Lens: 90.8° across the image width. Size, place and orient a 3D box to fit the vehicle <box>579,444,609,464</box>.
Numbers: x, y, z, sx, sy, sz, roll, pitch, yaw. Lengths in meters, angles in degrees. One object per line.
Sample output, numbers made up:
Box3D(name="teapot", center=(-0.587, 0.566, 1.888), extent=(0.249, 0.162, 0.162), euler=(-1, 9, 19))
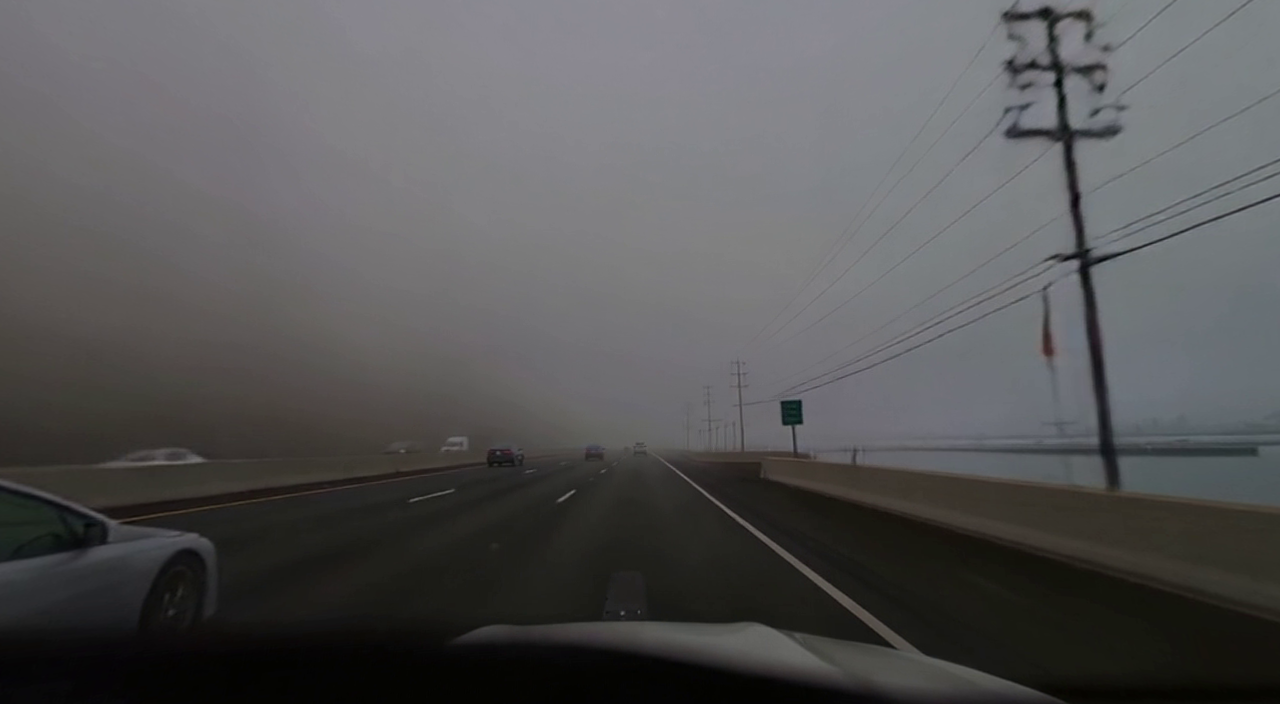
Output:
Box3D(name="vehicle", center=(-3.475, 7.792, 48.377), extent=(1.957, 1.494, 4.207), euler=(0, -8, 1))

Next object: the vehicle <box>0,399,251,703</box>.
Box3D(name="vehicle", center=(-3.645, 0.858, 1.948), extent=(2.015, 1.501, 4.454), euler=(0, -8, 0))

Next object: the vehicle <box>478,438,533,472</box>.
Box3D(name="vehicle", center=(-7.459, 5.751, 35.465), extent=(2.050, 1.717, 4.418), euler=(0, -8, 1))
